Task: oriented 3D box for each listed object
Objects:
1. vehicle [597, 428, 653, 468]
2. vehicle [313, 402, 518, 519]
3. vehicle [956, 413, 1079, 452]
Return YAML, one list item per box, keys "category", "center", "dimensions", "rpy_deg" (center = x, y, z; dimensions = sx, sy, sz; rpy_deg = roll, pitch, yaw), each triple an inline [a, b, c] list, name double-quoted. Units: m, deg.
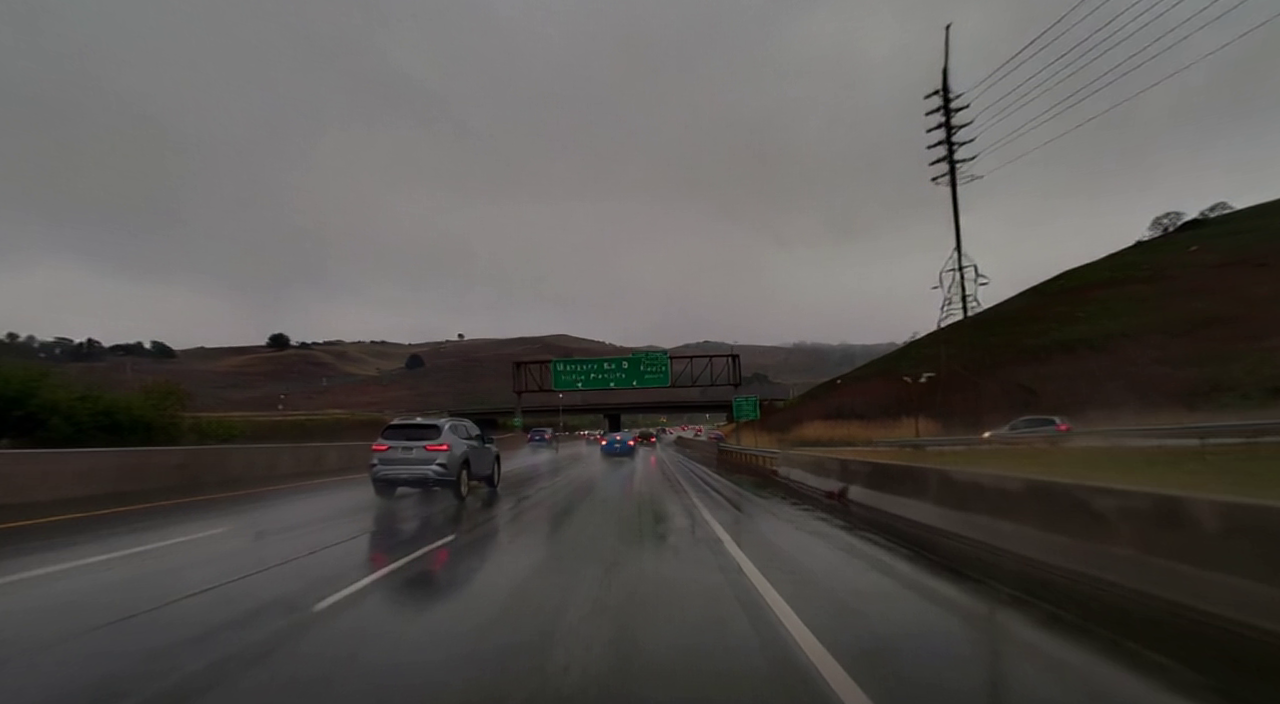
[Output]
- category: "vehicle"
  center: [-0.592, 4.347, 28.469]
  dimensions: [2.193, 1.651, 3.946]
  rpy_deg: [-1, -8, 4]
- category: "vehicle"
  center: [-4.066, 2.092, 12.569]
  dimensions: [2.228, 1.845, 4.847]
  rpy_deg: [0, -8, 1]
- category: "vehicle"
  center: [26.631, 5.793, 44.777]
  dimensions: [2.571, 2.571, 6.876]
  rpy_deg: [7, -11, -41]
